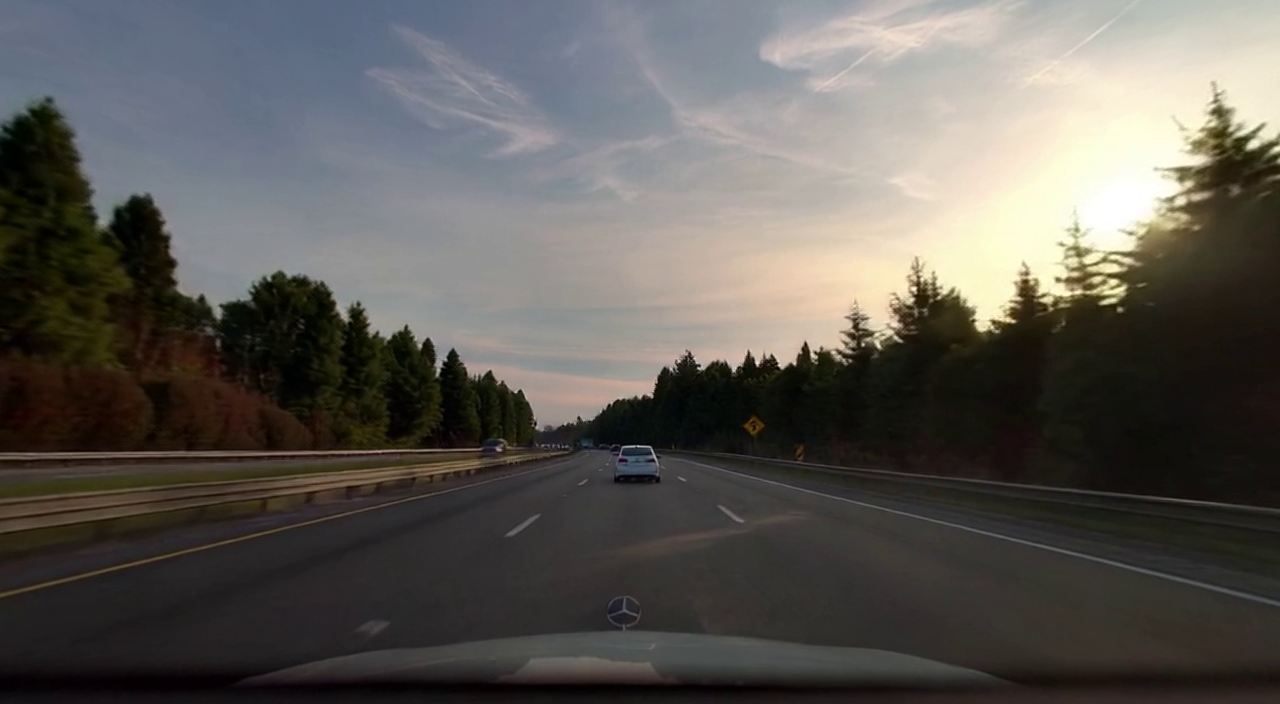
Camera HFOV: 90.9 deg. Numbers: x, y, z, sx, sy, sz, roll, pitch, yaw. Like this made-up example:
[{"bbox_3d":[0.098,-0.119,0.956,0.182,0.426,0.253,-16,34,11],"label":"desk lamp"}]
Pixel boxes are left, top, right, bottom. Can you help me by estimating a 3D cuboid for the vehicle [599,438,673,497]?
[{"bbox_3d":[-0.126,3.456,19.207,2.011,1.590,3.607,0,-9,-1],"label":"vehicle"}]
